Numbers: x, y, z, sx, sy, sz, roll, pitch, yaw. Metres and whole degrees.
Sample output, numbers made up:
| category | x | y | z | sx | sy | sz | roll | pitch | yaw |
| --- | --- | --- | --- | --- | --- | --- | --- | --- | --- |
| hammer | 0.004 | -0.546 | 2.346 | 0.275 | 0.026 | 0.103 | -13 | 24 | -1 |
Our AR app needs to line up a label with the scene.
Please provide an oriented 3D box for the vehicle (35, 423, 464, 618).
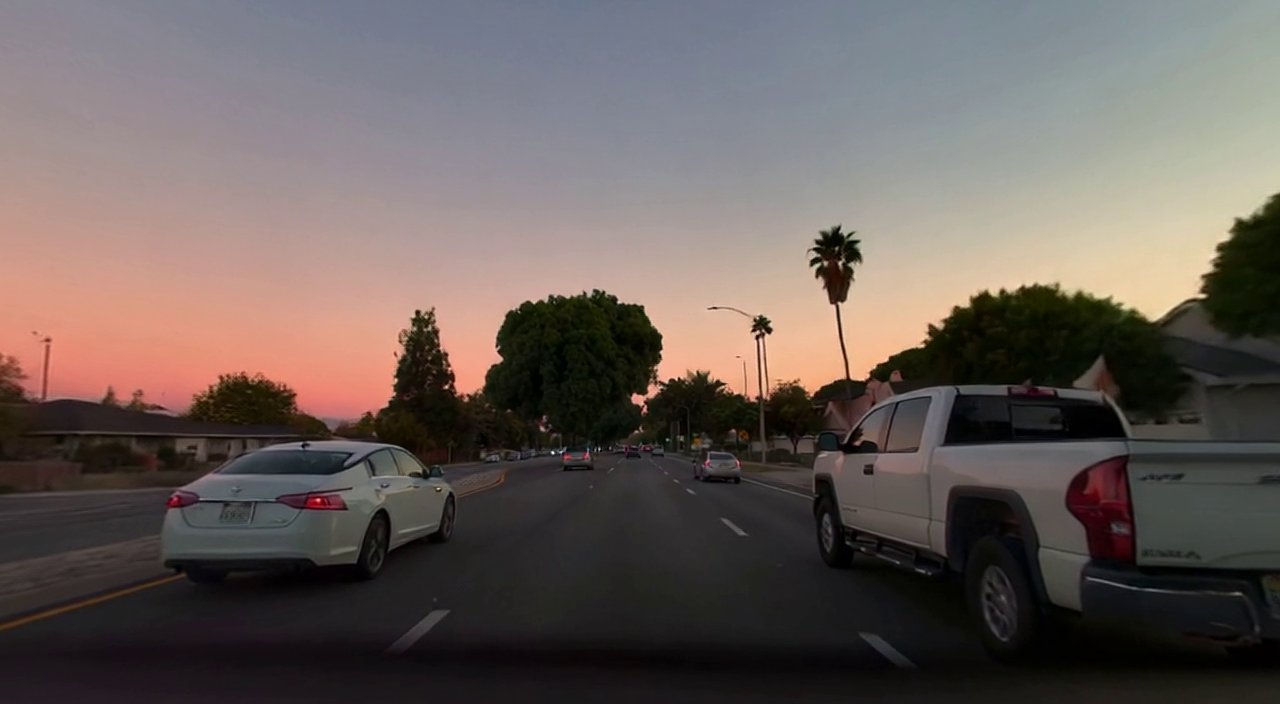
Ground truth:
| category | x | y | z | sx | sy | sz | roll | pitch | yaw |
| --- | --- | --- | --- | --- | --- | --- | --- | --- | --- |
| vehicle | -3.658 | 1.650 | 7.137 | 2.094 | 1.509 | 4.286 | 0 | -9 | 0 |

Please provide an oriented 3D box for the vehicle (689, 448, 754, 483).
| category | x | y | z | sx | sy | sz | roll | pitch | yaw |
| --- | --- | --- | --- | --- | --- | --- | --- | --- | --- |
| vehicle | 3.538 | 5.052 | 28.410 | 2.149 | 1.421 | 4.805 | 0 | -9 | -1 |

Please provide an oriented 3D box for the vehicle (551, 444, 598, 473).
| category | x | y | z | sx | sy | sz | roll | pitch | yaw |
| --- | --- | --- | --- | --- | --- | --- | --- | --- | --- |
| vehicle | -3.714 | 6.151 | 36.568 | 2.263 | 1.548 | 4.555 | 0 | -9 | 0 |

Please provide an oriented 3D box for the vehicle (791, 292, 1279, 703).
| category | x | y | z | sx | sy | sz | roll | pitch | yaw |
| --- | --- | --- | --- | --- | --- | --- | --- | --- | --- |
| vehicle | 3.299 | 1.165 | 5.583 | 2.478 | 2.030 | 5.723 | 0 | -9 | 0 |
